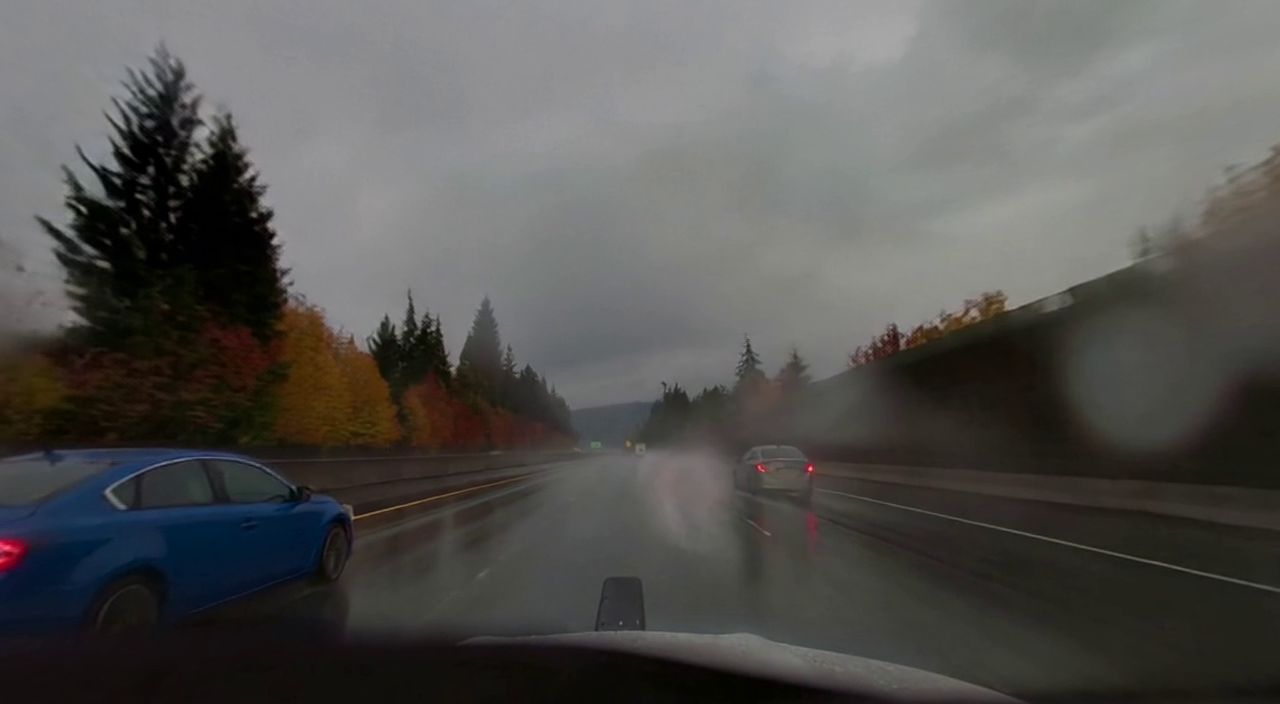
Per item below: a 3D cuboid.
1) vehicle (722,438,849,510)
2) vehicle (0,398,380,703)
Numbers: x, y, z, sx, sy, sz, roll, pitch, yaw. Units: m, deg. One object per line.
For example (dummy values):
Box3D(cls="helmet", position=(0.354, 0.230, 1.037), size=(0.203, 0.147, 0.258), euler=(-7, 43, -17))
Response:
Box3D(cls="vehicle", position=(3.549, 3.087, 16.406), size=(2.146, 1.573, 4.661), euler=(0, -9, -1))
Box3D(cls="vehicle", position=(-3.976, 1.302, 4.903), size=(2.010, 1.550, 4.376), euler=(0, -9, 0))
